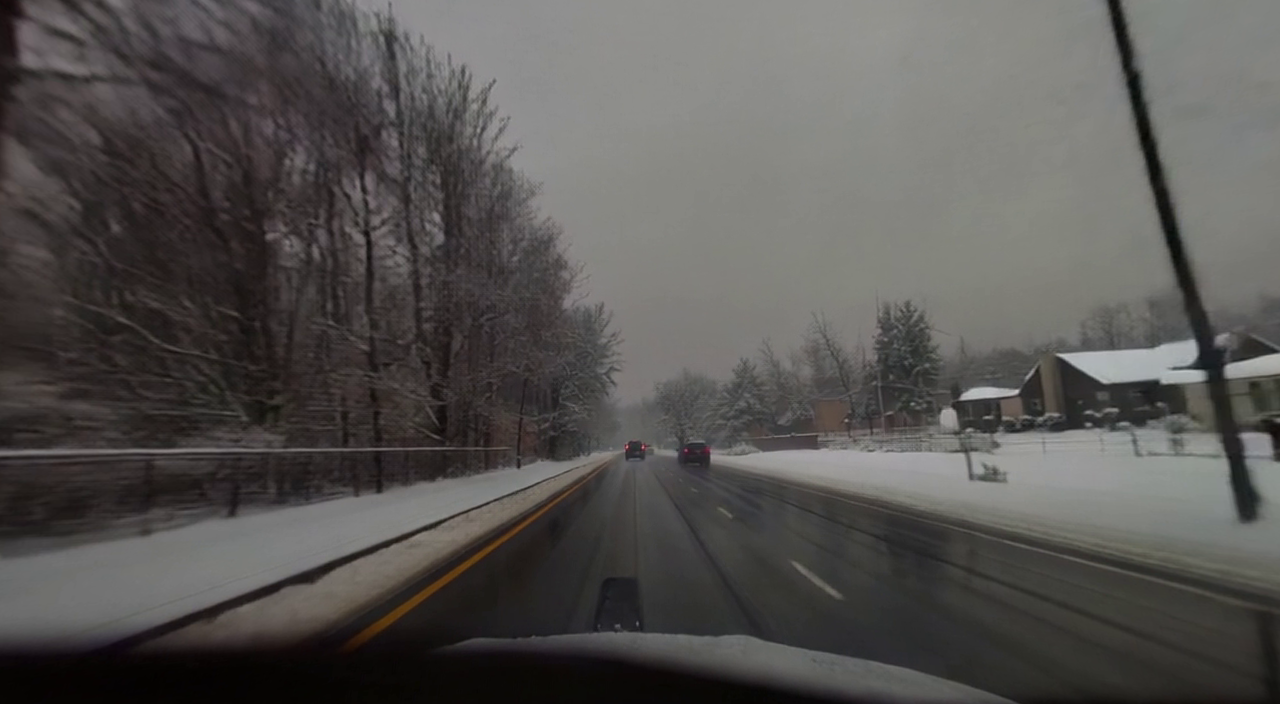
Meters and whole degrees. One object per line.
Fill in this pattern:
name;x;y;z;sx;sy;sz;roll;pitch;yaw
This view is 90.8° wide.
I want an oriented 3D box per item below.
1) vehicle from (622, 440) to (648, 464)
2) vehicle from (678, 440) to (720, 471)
vehicle;-0.417;7.877;49.944;1.925;1.799;4.257;0;-8;-1
vehicle;3.296;5.910;36.150;1.888;1.640;4.044;0;-8;-2
